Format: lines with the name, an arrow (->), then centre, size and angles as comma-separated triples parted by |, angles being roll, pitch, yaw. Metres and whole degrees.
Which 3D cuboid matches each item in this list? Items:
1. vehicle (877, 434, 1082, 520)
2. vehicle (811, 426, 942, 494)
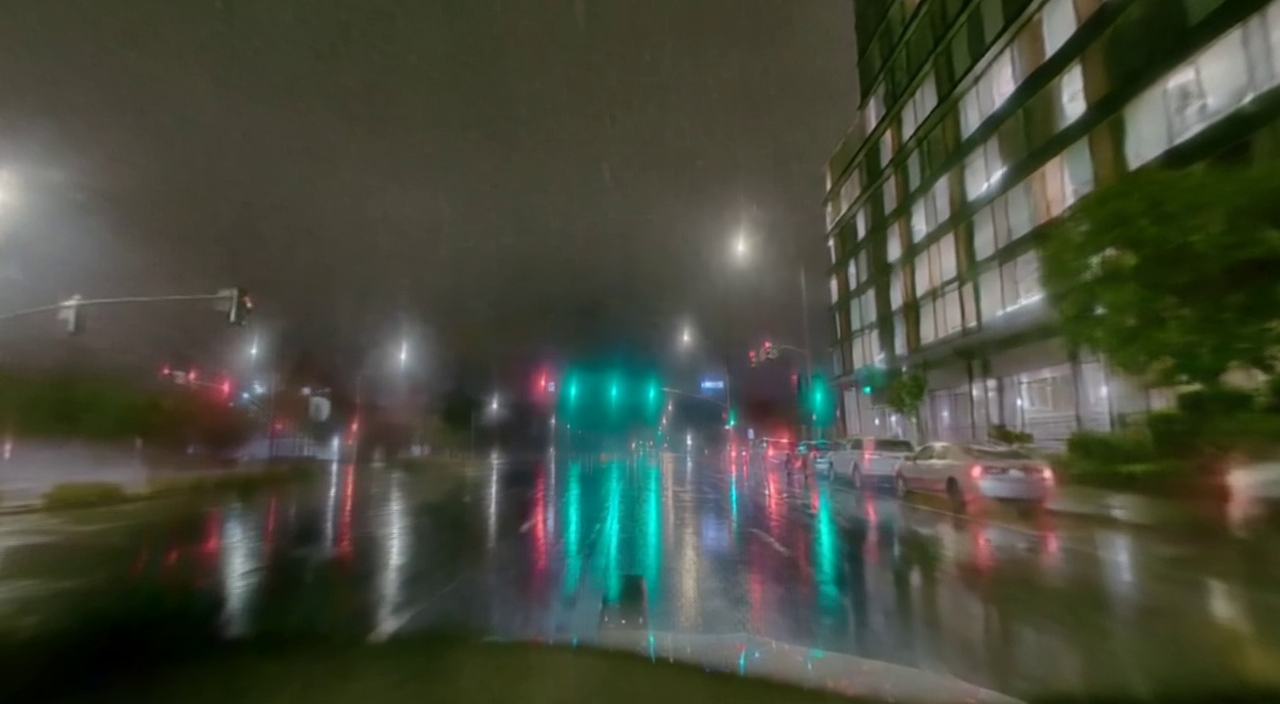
vehicle -> 6.804, 2.533, 13.291 | 1.880, 1.483, 4.510 | 0, -9, 1
vehicle -> 6.824, 3.191, 18.862 | 1.978, 1.728, 5.129 | 0, -9, 0
